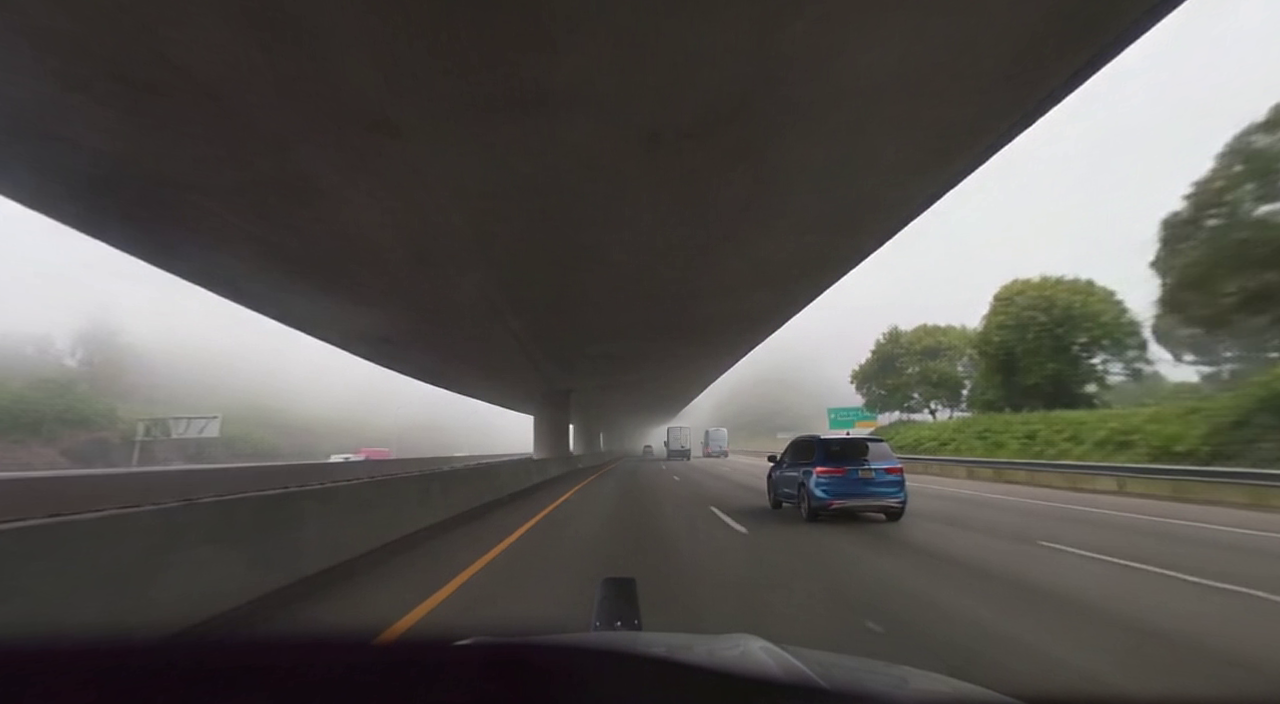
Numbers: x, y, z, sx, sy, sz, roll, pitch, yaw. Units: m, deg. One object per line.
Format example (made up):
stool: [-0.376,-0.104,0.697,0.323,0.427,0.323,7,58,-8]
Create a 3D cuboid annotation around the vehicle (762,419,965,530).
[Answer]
vehicle: [3.885,2.216,11.987,2.148,1.691,4.443,0,-8,-1]
